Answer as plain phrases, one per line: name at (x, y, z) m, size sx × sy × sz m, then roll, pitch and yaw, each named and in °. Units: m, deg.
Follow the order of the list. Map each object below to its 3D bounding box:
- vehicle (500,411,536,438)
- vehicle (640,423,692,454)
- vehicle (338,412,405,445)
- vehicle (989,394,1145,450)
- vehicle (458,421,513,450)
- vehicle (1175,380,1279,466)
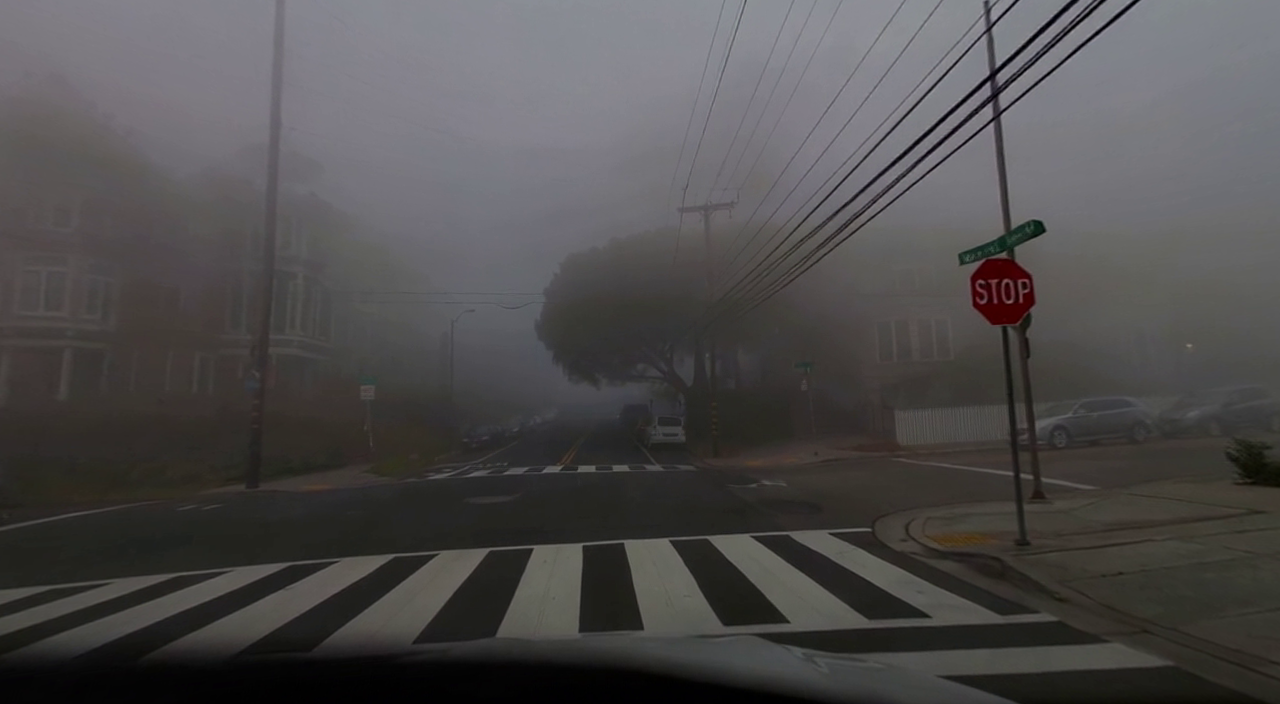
vehicle at (-9.356, 5.642, 48.777) m, size 2.104 × 1.898 × 4.396 m, roll 0°, pitch -8°, yaw -3°
vehicle at (1.260, 4.462, 32.494) m, size 2.120 × 1.487 × 4.360 m, roll 0°, pitch -8°, yaw -5°
vehicle at (-14.848, 4.333, 35.267) m, size 1.992 × 1.678 × 4.658 m, roll 0°, pitch -8°, yaw -5°
vehicle at (16.861, 2.814, 25.051) m, size 4.985 × 2.088 × 2.141 m, roll 2°, pitch -9°, yaw -13°
vehicle at (-8.826, 4.882, 36.538) m, size 2.065 × 1.553 × 4.636 m, roll 0°, pitch -8°, yaw -1°
vehicle at (15.443, 1.693, 14.785) m, size 4.389 × 1.818 × 2.062 m, roll 2°, pitch -9°, yaw -13°
